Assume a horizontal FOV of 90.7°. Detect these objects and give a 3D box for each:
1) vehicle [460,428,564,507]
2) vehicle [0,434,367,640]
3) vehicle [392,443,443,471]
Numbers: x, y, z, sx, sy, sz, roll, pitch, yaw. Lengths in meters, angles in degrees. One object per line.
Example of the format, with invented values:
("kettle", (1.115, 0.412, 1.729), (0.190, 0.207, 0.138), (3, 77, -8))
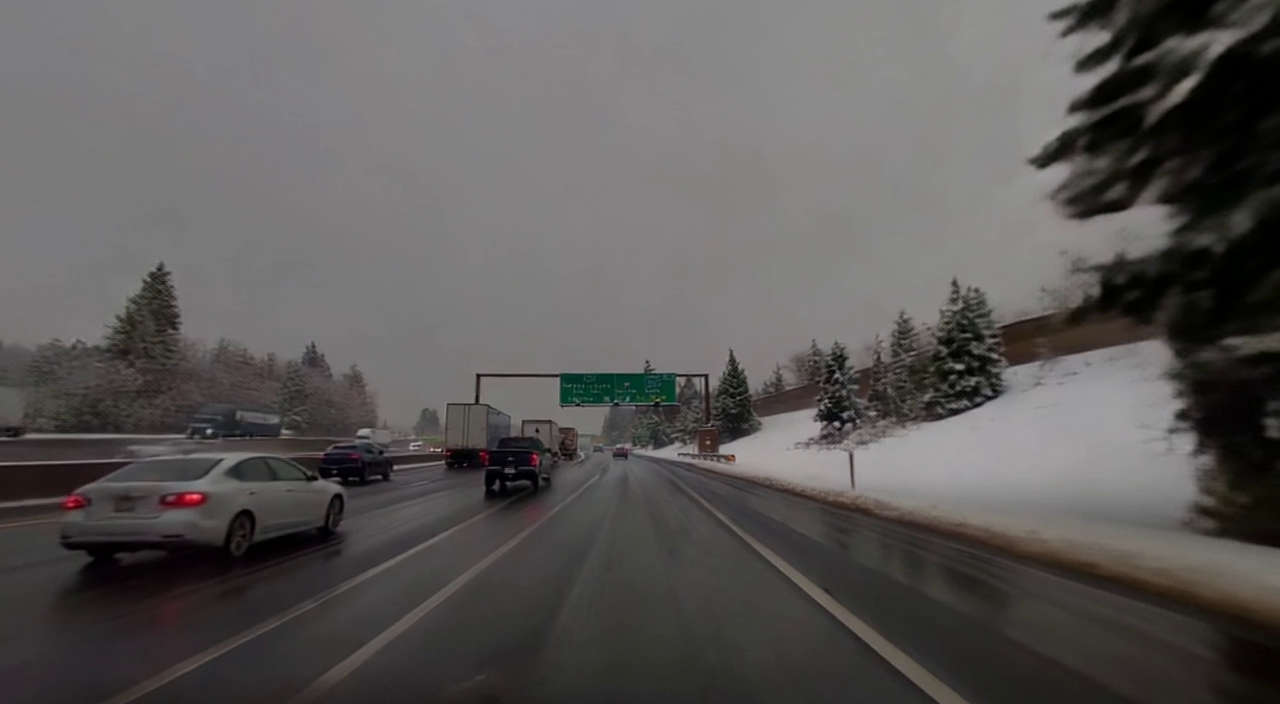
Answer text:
("vehicle", (-3.282, 3.068, 17.365), (2.093, 1.785, 5.303), (0, -9, -4))
("vehicle", (-4.874, 1.670, 6.858), (1.932, 1.445, 4.625), (0, -9, -2))
("vehicle", (-15.332, 7.218, 43.833), (2.069, 1.789, 4.768), (0, -9, -4))
